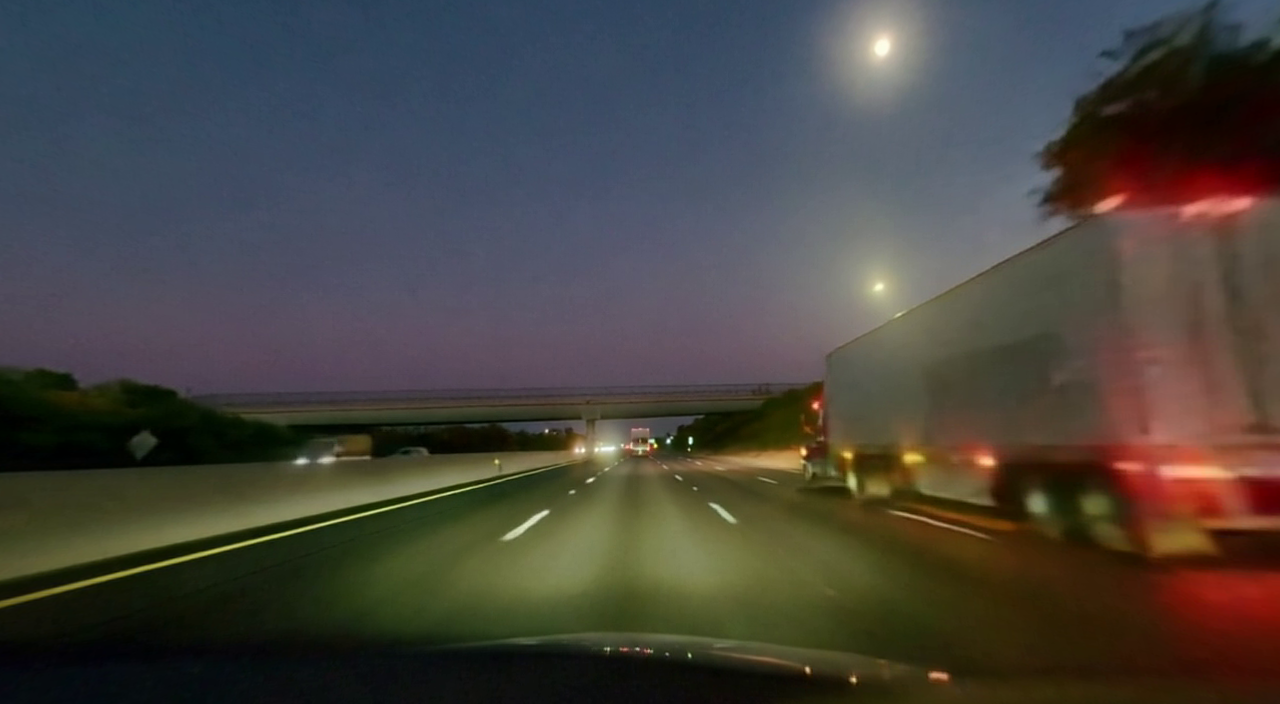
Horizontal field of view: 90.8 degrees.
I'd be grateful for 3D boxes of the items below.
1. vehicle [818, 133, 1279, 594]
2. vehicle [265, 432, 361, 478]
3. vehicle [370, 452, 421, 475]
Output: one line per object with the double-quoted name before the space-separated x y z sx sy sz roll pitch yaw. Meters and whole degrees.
"vehicle" 7.164 1.167 12.722 2.937 4.105 14.800 0 -9 1
"vehicle" -21.181 6.733 41.408 2.287 2.687 7.408 0 -9 0
"vehicle" -16.727 7.611 43.380 1.789 1.473 4.215 0 -9 0
